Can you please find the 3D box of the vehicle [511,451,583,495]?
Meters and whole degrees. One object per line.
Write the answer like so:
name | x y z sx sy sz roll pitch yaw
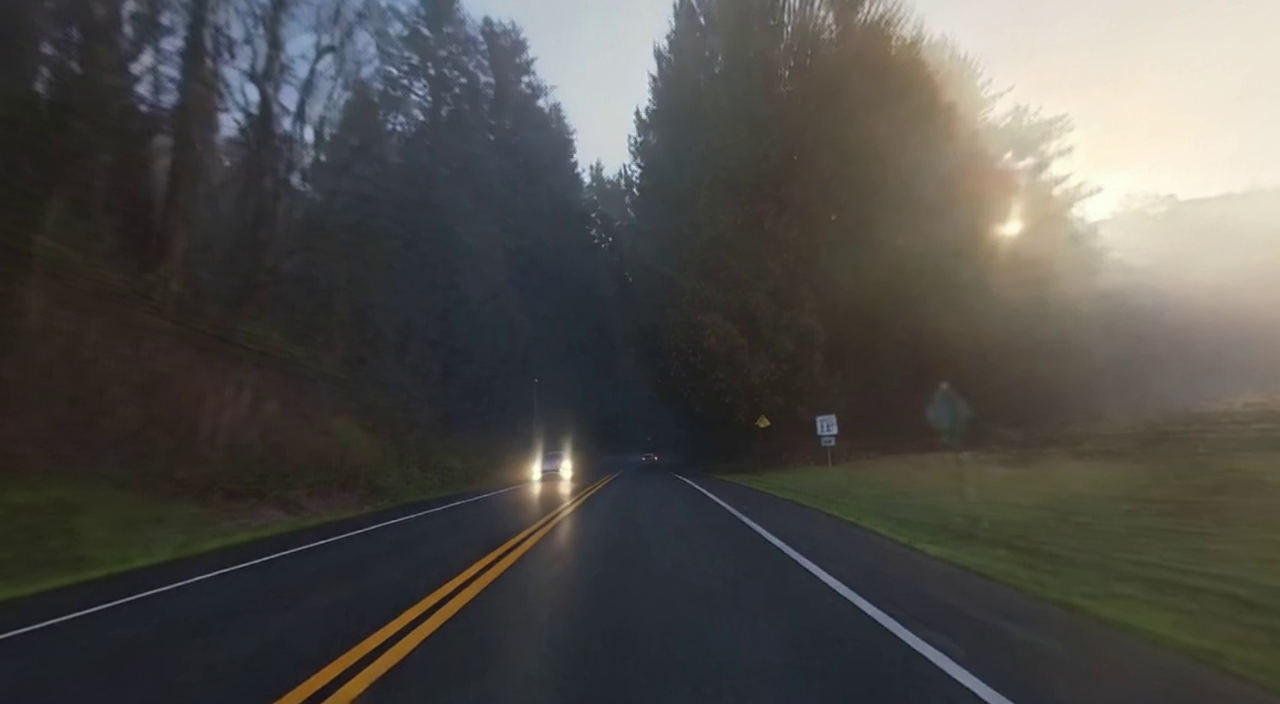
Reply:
vehicle | -3.471 4.607 24.411 1.937 1.473 4.570 0 -8 2
